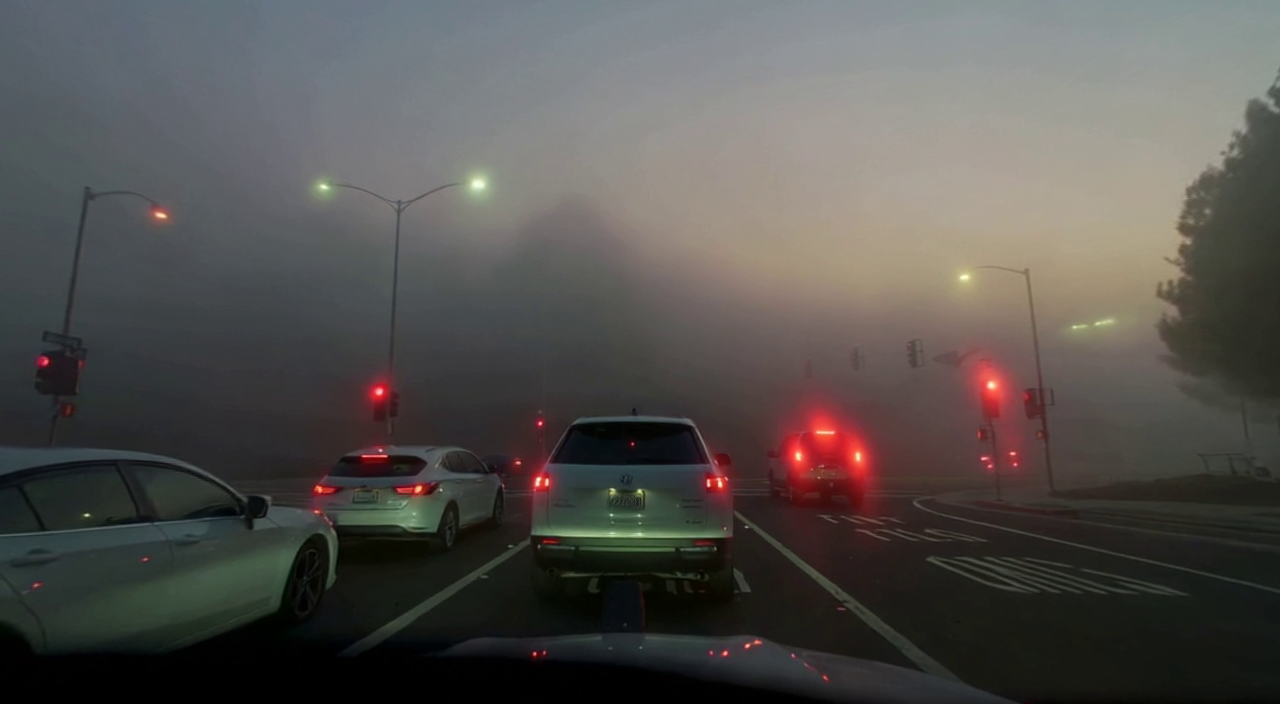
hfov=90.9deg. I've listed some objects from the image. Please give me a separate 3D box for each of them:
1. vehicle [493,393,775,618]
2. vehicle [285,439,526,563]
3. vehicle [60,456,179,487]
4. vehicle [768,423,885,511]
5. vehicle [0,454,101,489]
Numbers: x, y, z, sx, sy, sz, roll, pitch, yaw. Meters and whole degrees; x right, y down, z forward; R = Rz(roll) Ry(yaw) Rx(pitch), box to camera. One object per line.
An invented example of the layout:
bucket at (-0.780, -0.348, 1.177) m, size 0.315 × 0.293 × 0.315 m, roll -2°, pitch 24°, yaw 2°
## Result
vehicle at (-0.041, 1.524, 7.170) m, size 2.203 × 1.757 × 4.286 m, roll 0°, pitch -8°, yaw 0°
vehicle at (-3.206, 2.099, 9.764) m, size 1.913 × 1.453 × 4.413 m, roll 0°, pitch -8°, yaw 2°
vehicle at (-25.990, 5.950, 31.604) m, size 4.140 × 1.444 × 1.742 m, roll 2°, pitch -9°, yaw -15°
vehicle at (4.801, 3.005, 16.913) m, size 2.084 × 2.053 × 4.073 m, roll -1°, pitch -8°, yaw 4°
vehicle at (-27.015, 5.290, 27.974) m, size 4.198 × 1.444 × 1.765 m, roll 2°, pitch -9°, yaw -16°
